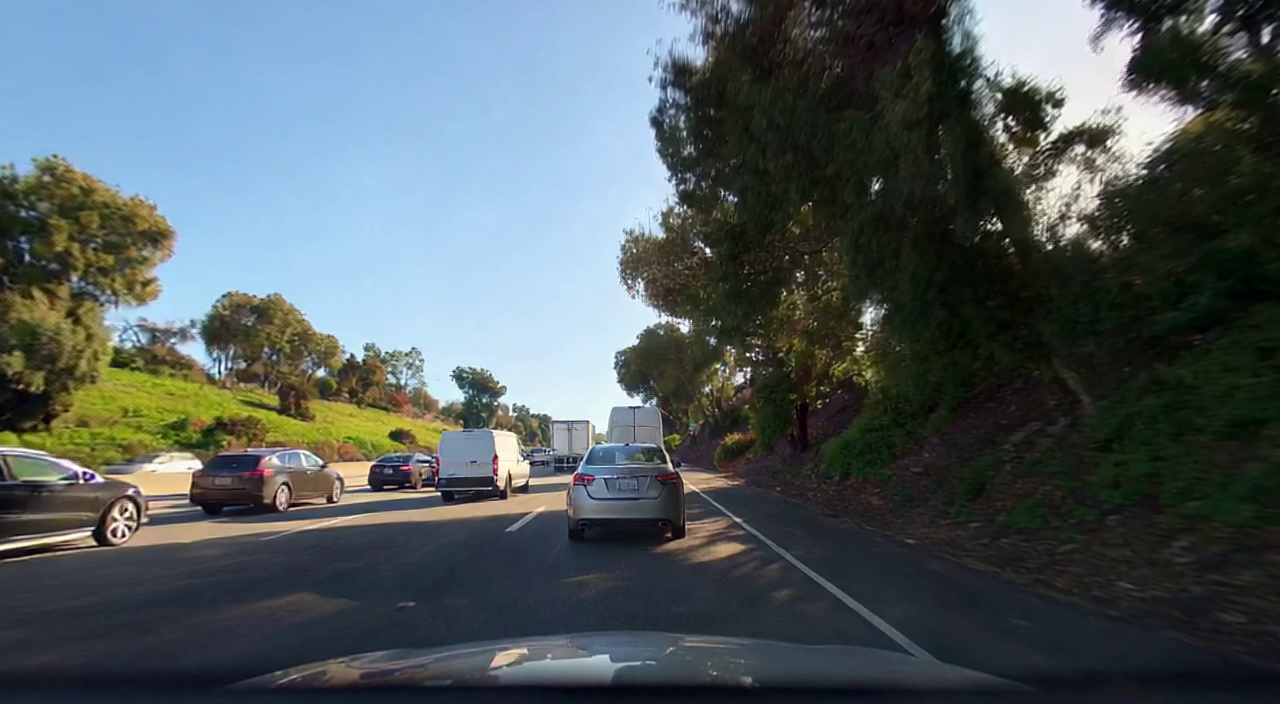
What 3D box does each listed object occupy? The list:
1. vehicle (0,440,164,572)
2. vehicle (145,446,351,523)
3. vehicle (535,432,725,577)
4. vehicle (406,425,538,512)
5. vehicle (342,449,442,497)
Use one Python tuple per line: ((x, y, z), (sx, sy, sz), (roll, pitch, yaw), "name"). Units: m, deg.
((-8.285, 1.801, 7.395), (1.864, 1.492, 4.453), (-1, -9, 1), "vehicle")
((-8.699, 2.938, 14.597), (1.884, 1.484, 4.389), (-1, -9, 1), "vehicle")
((-0.141, 1.872, 8.410), (1.995, 1.495, 3.380), (0, -9, -1), "vehicle")
((-4.154, 2.977, 16.529), (2.055, 1.913, 4.584), (-1, -9, 2), "vehicle")
((-8.418, 4.100, 21.794), (1.826, 1.465, 3.916), (-1, -9, 1), "vehicle")
